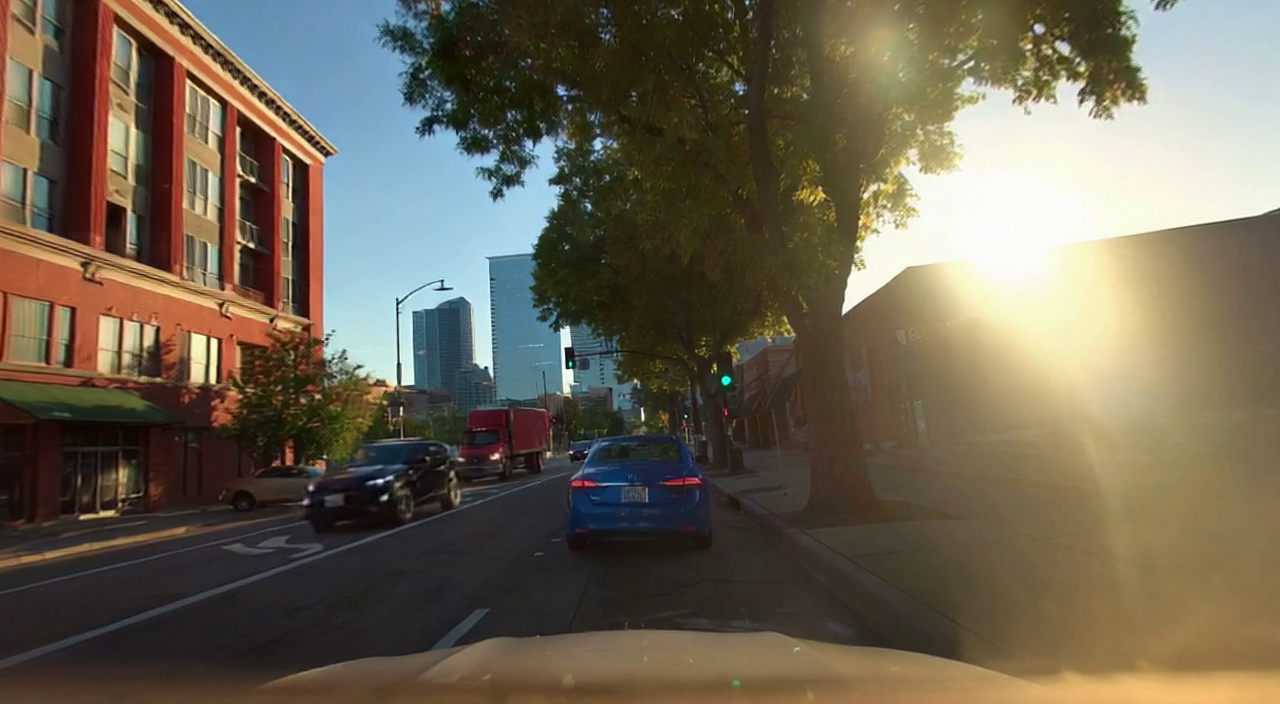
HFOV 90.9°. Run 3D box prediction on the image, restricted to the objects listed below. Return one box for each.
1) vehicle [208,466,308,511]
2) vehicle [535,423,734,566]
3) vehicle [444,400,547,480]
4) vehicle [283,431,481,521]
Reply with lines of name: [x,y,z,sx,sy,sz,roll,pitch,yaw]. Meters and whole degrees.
vehicle: [-17.451,6.232,28.886,3.516,1.383,1.704,-10,-10,1]
vehicle: [0.006,1.795,8.655,2.094,1.478,3.922,-1,-8,2]
vehicle: [-8.090,5.238,37.313,2.986,3.933,11.600,0,-8,2]
vehicle: [-6.213,3.068,16.355,2.402,1.852,6.057,-1,-8,2]
